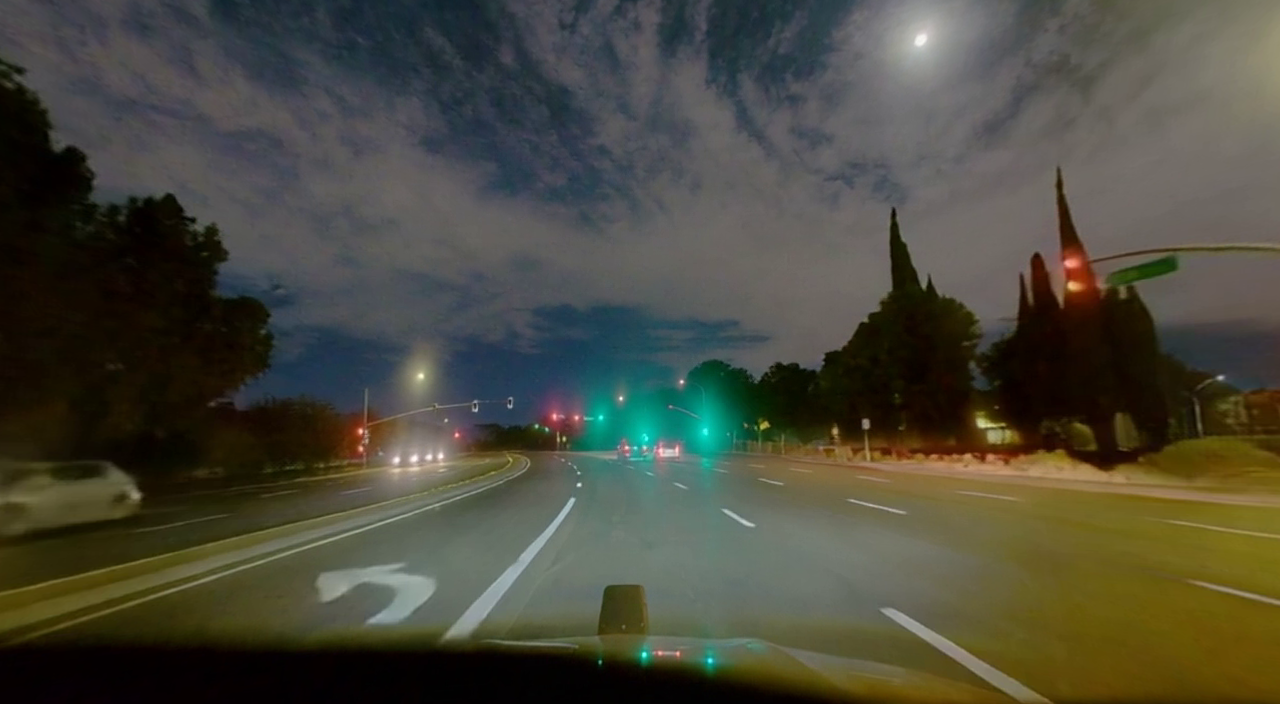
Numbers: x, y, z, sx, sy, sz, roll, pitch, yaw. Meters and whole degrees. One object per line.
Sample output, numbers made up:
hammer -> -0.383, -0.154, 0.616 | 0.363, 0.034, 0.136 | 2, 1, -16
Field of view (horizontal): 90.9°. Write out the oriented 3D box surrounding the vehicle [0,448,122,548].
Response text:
vehicle -> -13.059, 2.885, 12.362 | 2.124, 1.844, 4.520 | -3, -8, -3
